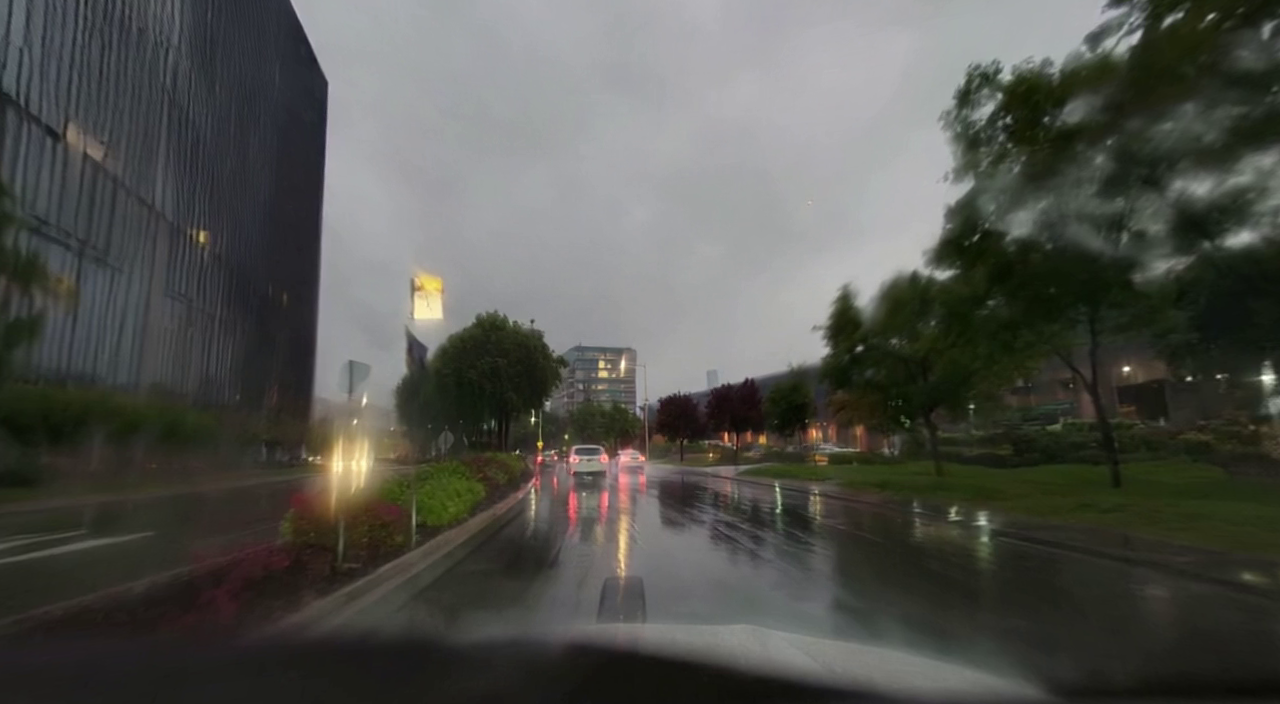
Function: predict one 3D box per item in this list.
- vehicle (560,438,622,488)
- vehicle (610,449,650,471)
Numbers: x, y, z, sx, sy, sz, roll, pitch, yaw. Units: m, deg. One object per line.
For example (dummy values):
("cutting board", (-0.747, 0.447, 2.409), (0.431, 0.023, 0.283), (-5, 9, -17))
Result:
("vehicle", (-1.995, 4.320, 24.831), (2.173, 1.761, 4.374), (1, -9, -6))
("vehicle", (-0.803, 7.852, 45.863), (2.116, 1.506, 4.355), (2, -9, -12))
